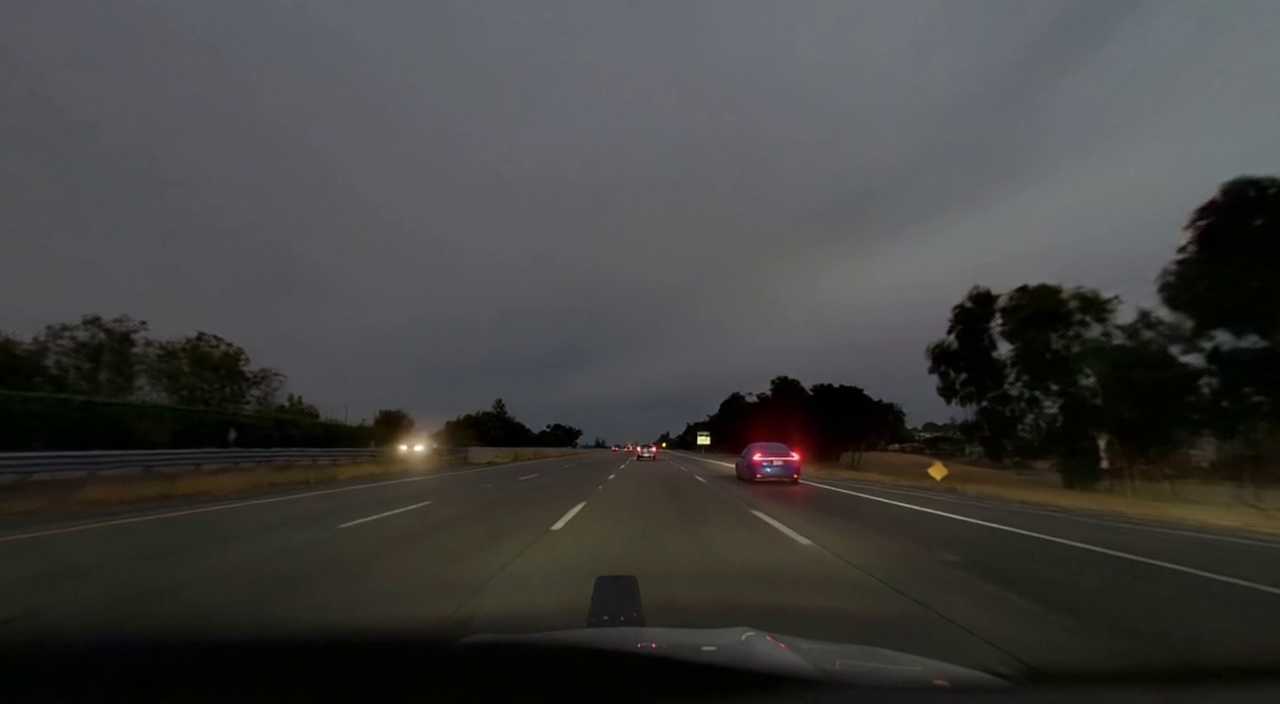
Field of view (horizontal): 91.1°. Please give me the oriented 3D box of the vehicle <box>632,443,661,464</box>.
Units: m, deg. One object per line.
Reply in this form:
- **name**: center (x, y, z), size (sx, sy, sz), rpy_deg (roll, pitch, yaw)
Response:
- **vehicle**: center (0.436, 7.363, 45.600), size (2.052, 1.449, 3.857), rpy_deg (1, -8, 0)

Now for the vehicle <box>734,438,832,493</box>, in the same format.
- **vehicle**: center (4.383, 3.547, 20.061), size (2.008, 1.524, 4.598), rpy_deg (1, -8, 0)
